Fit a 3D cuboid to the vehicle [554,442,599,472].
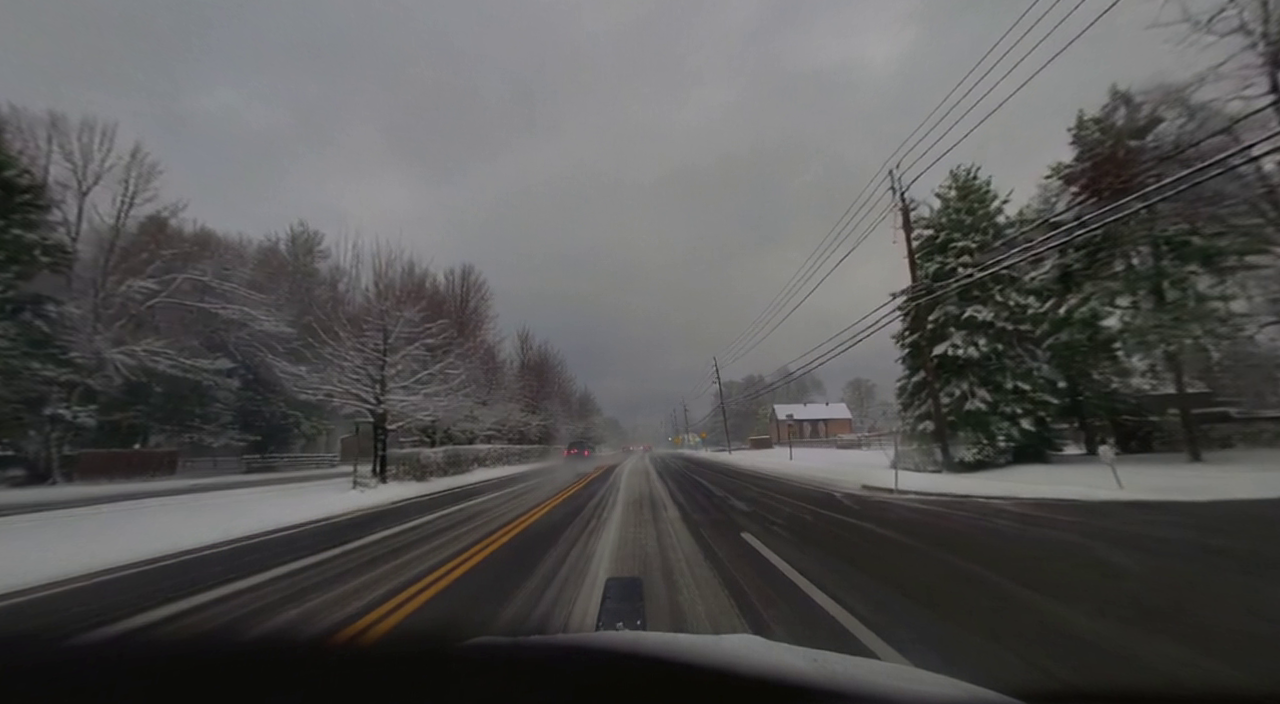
[{"bbox_3d":[-3.445,5.764,34.800,2.007,1.514,4.049,-1,-8,1],"label":"vehicle"}]
